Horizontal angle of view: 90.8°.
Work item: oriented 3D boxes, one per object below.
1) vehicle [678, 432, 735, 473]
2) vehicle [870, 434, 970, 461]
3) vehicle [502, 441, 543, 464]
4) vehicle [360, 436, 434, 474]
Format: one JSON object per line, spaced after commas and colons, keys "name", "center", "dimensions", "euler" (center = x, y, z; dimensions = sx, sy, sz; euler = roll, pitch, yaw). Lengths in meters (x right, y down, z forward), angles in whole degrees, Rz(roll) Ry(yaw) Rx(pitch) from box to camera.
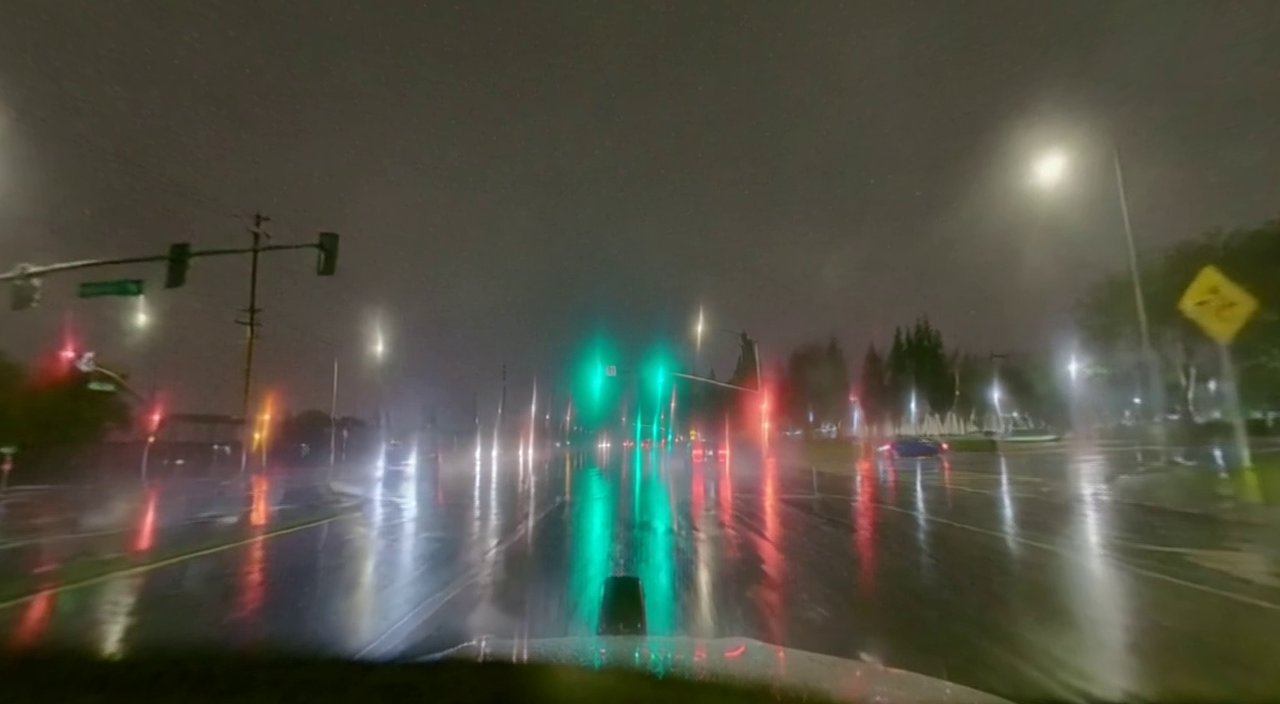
{"name": "vehicle", "center": [3.033, 4.701, 29.723], "dimensions": [2.069, 1.761, 4.610], "euler": [0, -8, -1]}
{"name": "vehicle", "center": [16.404, 5.610, 37.249], "dimensions": [4.839, 1.490, 2.134], "euler": [-1, -8, 4]}
{"name": "vehicle", "center": [-8.070, 6.935, 43.797], "dimensions": [1.963, 1.472, 4.584], "euler": [-1, -8, 0]}
{"name": "vehicle", "center": [-12.245, 5.221, 32.171], "dimensions": [1.951, 1.759, 4.518], "euler": [-1, -8, 0]}
